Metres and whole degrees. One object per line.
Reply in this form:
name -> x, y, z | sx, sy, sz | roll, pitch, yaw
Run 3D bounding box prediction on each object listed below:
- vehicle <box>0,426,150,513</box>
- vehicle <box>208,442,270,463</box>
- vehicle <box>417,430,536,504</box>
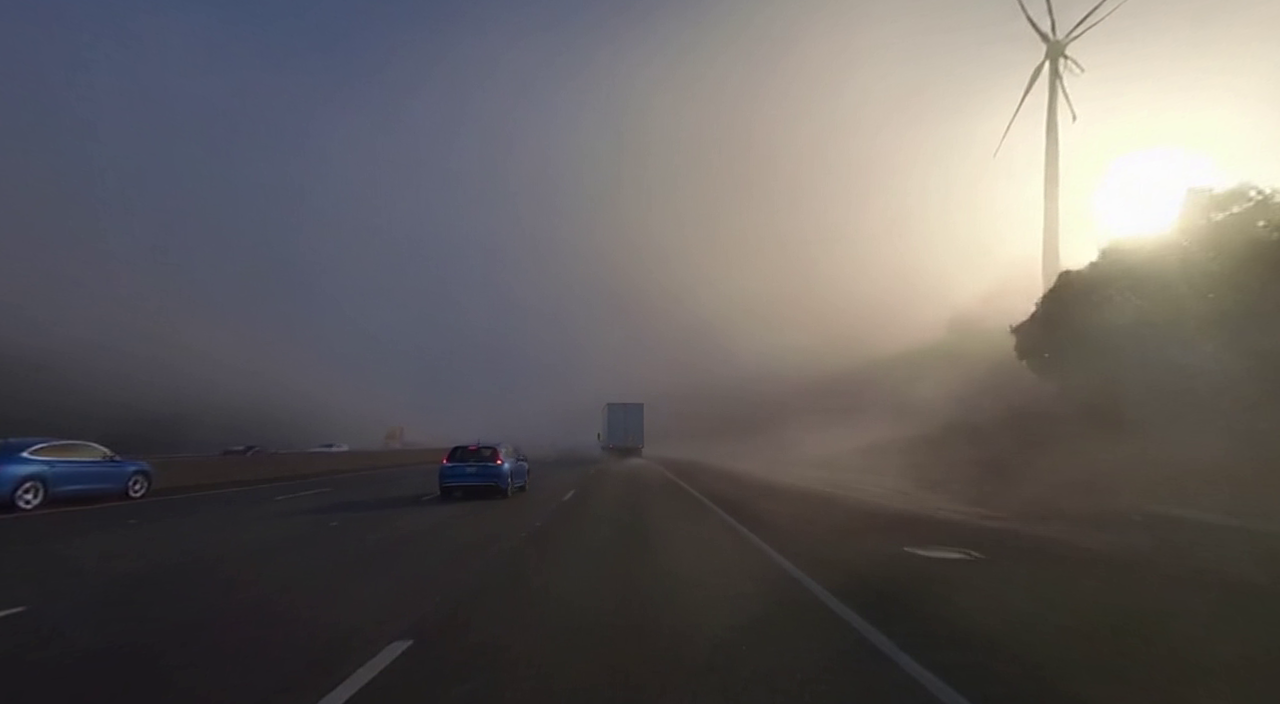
vehicle -> -14.842, 2.673, 14.623 | 2.285, 1.835, 5.672 | 0, -8, -1
vehicle -> -30.709, 7.698, 48.220 | 1.862, 1.495, 4.695 | 1, -8, -3
vehicle -> -4.097, 2.940, 16.475 | 2.109, 1.684, 3.783 | 0, -8, 0
